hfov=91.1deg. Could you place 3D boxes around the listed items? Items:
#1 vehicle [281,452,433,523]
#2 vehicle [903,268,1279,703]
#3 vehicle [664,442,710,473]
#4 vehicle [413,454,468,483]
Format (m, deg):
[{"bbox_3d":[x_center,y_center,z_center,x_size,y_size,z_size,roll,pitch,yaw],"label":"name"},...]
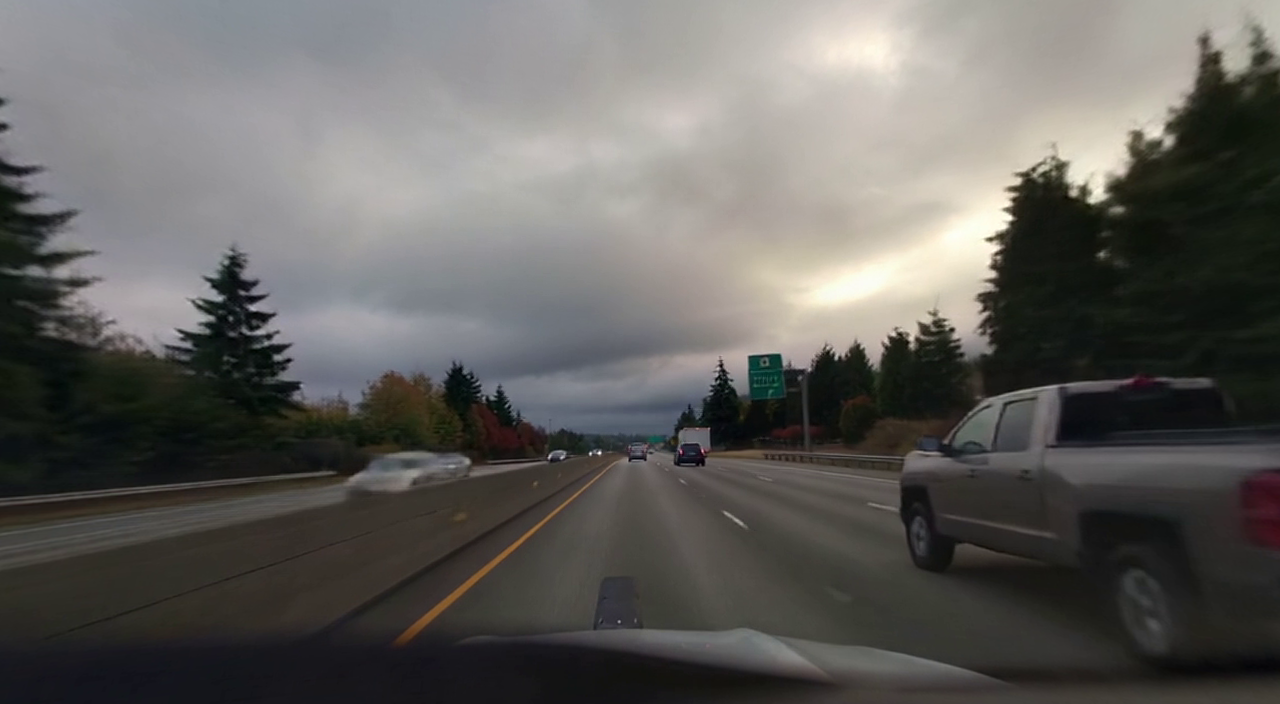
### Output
[{"bbox_3d":[-6.807,3.260,15.644,1.998,1.474,3.857,0,-9,-1],"label":"vehicle"},{"bbox_3d":[3.723,0.828,3.953,1.981,1.984,4.623,0,-9,-2],"label":"vehicle"},{"bbox_3d":[2.595,6.006,35.893,2.123,1.620,4.959,0,-9,-1],"label":"vehicle"},{"bbox_3d":[-11.009,6.421,34.946,1.834,1.459,3.774,0,-9,0],"label":"vehicle"}]
